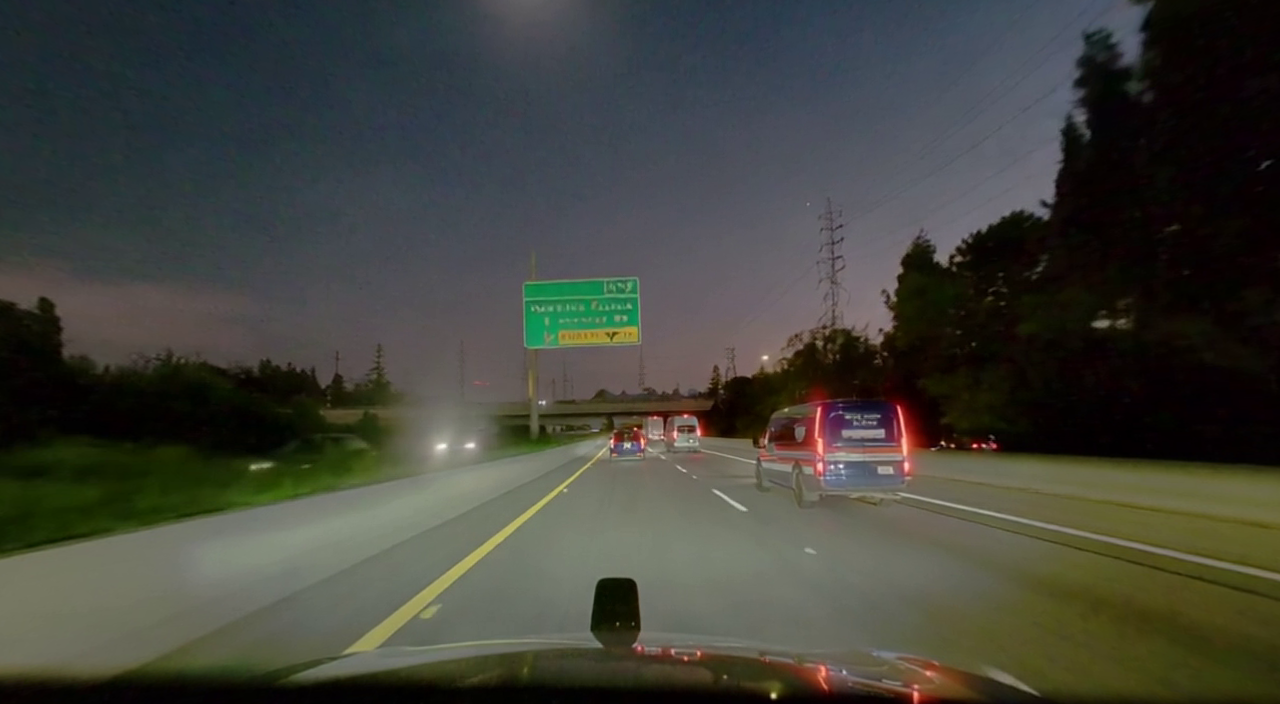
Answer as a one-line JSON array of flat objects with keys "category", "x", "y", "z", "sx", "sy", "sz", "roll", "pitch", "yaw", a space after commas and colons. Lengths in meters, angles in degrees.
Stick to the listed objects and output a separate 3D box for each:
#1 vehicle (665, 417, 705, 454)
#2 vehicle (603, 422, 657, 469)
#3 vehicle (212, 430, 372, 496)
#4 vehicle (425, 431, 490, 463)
[{"category": "vehicle", "x": 3.196, "y": 6.123, "z": 46.068, "sx": 2.387, "sy": 2.506, "sz": 5.374, "roll": 0, "pitch": -8, "yaw": -2}, {"category": "vehicle", "x": -0.450, "y": 3.837, "z": 26.004, "sx": 2.073, "sy": 1.750, "sz": 4.116, "roll": 0, "pitch": -8, "yaw": -2}, {"category": "vehicle", "x": -9.250, "y": 2.946, "z": 17.236, "sx": 1.992, "sy": 1.566, "sz": 4.223, "roll": 0, "pitch": -8, "yaw": -1}, {"category": "vehicle", "x": -9.637, "y": 5.062, "z": 33.757, "sx": 2.086, "sy": 1.597, "sz": 4.854, "roll": 0, "pitch": -8, "yaw": -1}]
